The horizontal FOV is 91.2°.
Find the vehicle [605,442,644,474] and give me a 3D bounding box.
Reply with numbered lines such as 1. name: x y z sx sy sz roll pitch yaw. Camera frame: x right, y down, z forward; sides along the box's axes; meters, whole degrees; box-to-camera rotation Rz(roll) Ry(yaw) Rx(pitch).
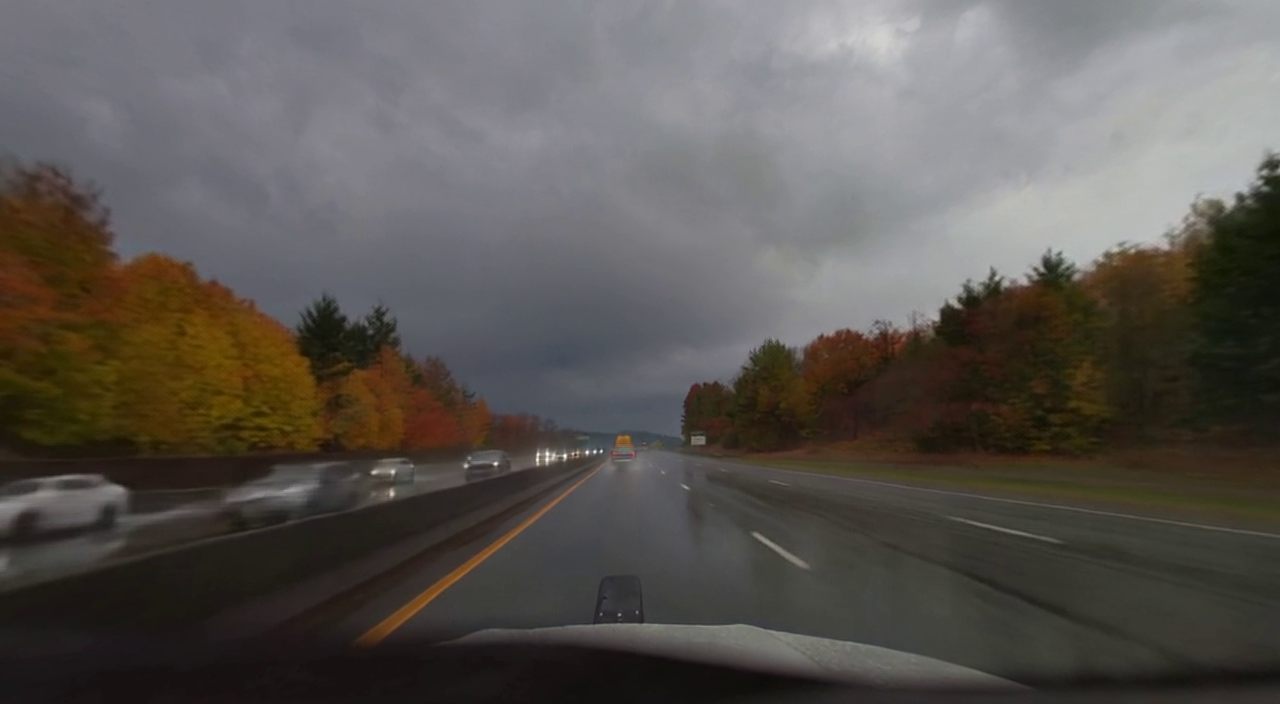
1. vehicle: -0.882 6.160 36.565 2.168 1.705 4.272 0 -9 -1

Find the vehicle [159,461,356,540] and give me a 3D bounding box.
1. vehicle: -8.970 3.476 15.312 1.933 1.527 4.642 0 -9 -1

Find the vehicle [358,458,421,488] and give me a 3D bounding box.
1. vehicle: -14.390 6.936 36.194 1.935 1.549 4.209 0 -9 -1

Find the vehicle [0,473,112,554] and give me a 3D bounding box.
1. vehicle: -13.570 3.356 13.057 1.845 1.474 3.768 0 -9 -1

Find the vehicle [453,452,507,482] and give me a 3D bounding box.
1. vehicle: -9.374 6.755 37.181 2.076 1.635 4.399 0 -9 0
